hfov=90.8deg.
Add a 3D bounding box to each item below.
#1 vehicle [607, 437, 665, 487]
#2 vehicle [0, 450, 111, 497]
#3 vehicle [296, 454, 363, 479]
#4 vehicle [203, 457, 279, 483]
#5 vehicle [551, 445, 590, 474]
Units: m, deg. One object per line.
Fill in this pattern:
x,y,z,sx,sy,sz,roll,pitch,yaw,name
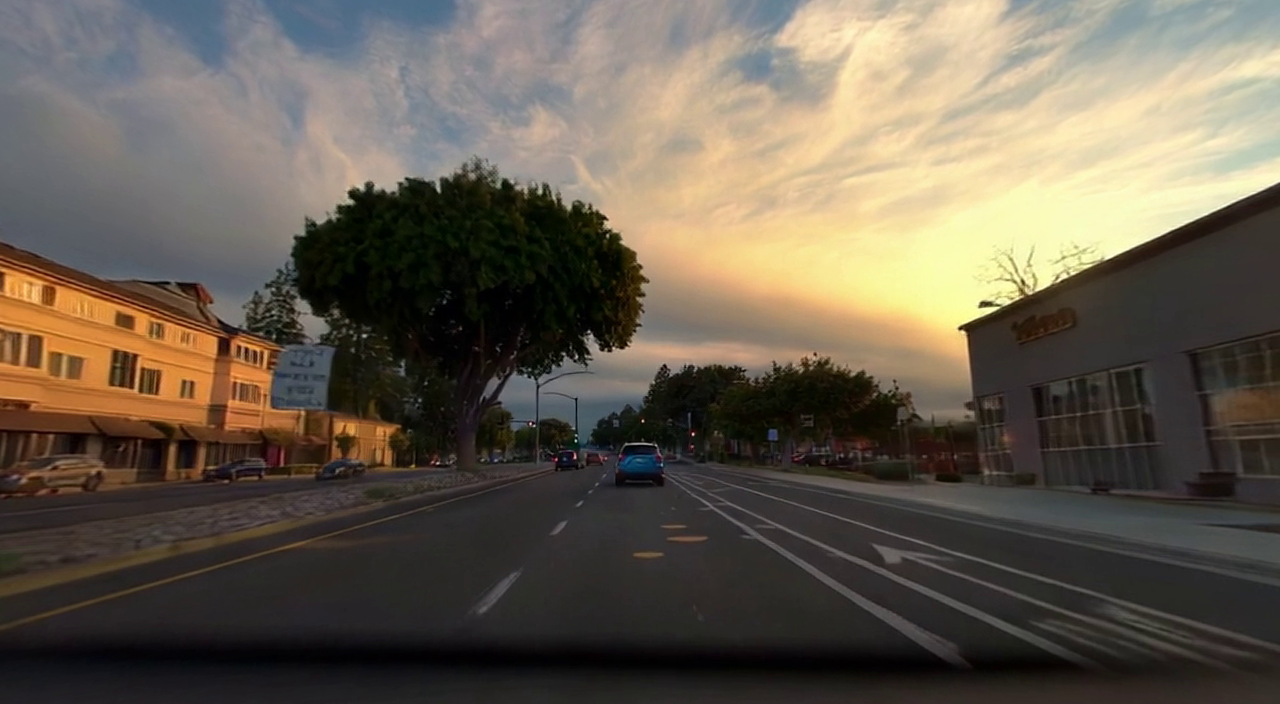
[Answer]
-0.228,4.656,27.097,2.273,1.909,5.075,0,-9,-2,vehicle
-26.118,5.181,27.446,2.111,1.839,4.932,0,-9,-2,vehicle
-20.774,7.666,42.571,2.004,1.546,5.015,0,-9,-1,vehicle
-26.727,7.898,42.543,1.955,1.540,5.041,0,-9,-1,vehicle
-4.630,7.209,42.656,2.202,1.856,4.516,0,-9,-1,vehicle
